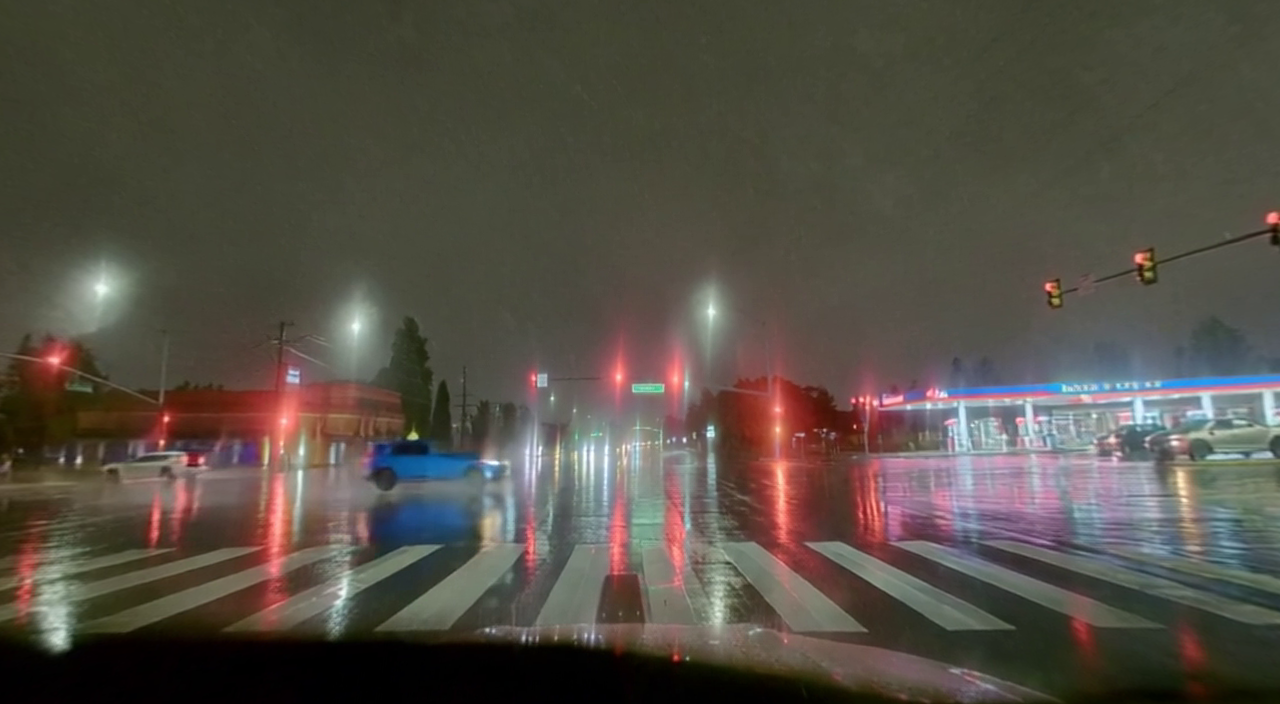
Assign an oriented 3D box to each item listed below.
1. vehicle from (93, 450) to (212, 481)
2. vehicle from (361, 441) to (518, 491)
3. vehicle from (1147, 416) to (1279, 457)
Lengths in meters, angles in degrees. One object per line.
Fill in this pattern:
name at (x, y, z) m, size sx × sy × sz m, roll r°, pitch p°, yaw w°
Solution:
vehicle at (-30.999, 7.220, 40.131) m, size 5.789 × 1.893 × 2.169 m, roll -1°, pitch -8°, yaw 3°
vehicle at (-6.476, 3.704, 20.644) m, size 4.488 × 1.463 × 1.888 m, roll -2°, pitch -8°, yaw 3°
vehicle at (22.812, 3.258, 24.274) m, size 4.696 × 1.483 × 1.898 m, roll -1°, pitch -8°, yaw 3°
